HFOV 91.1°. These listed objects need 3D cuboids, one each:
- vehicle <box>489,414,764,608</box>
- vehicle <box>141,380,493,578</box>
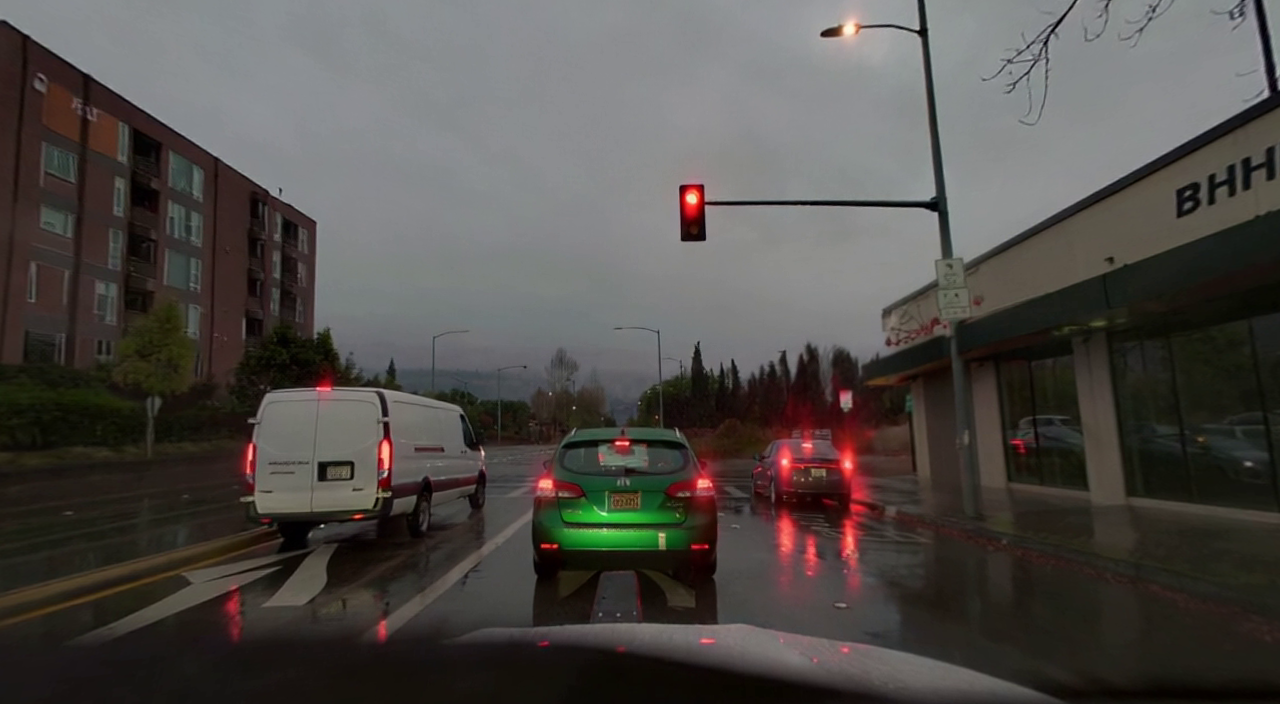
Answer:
[{"bbox_3d":[-0.109,1.465,6.778,2.064,1.452,3.942,0,-8,0],"label":"vehicle"},{"bbox_3d":[-3.583,1.510,8.425,2.076,1.820,5.100,0,-8,-1],"label":"vehicle"}]
